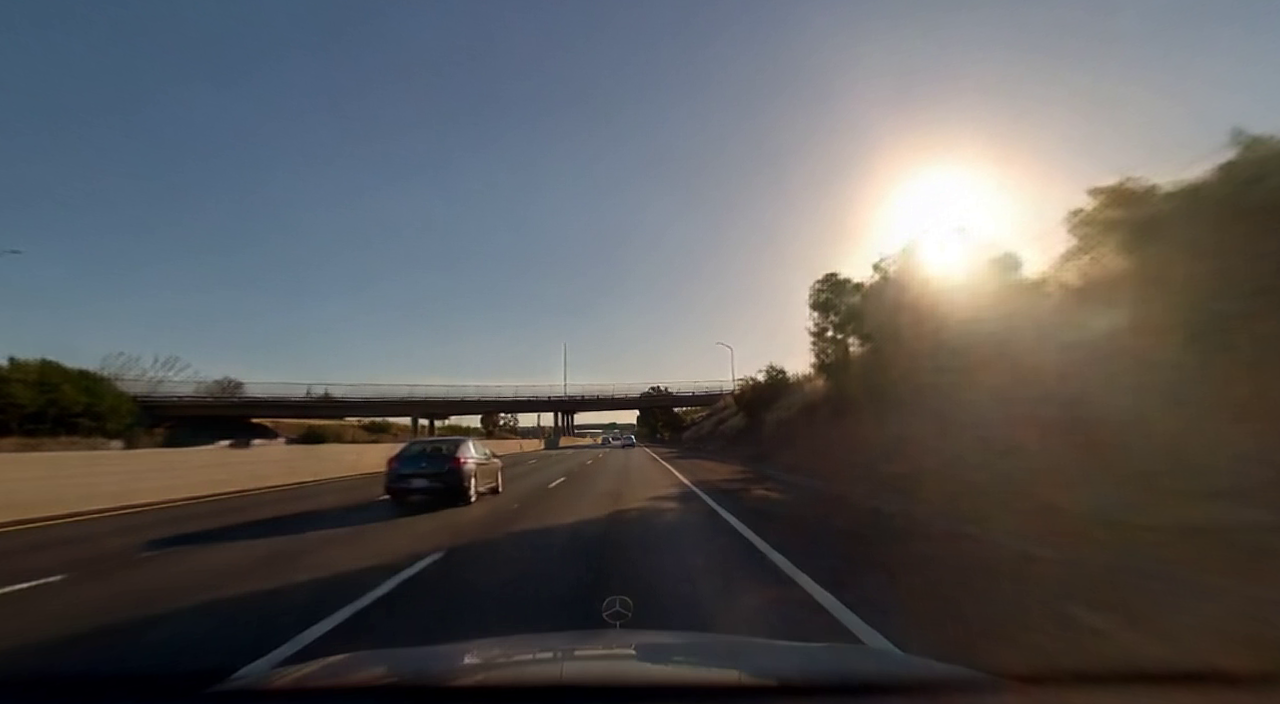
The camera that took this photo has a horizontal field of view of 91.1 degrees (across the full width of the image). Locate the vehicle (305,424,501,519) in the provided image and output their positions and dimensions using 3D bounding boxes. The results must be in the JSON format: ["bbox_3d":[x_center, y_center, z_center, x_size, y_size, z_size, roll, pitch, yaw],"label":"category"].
[{"bbox_3d":[-4.551,2.356,13.112,2.129,1.588,4.980,0,-8,0],"label":"vehicle"}]

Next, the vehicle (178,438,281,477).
[{"bbox_3d":[-16.652,4.249,25.726,1.710,1.445,3.666,0,-8,-1],"label":"vehicle"}]
